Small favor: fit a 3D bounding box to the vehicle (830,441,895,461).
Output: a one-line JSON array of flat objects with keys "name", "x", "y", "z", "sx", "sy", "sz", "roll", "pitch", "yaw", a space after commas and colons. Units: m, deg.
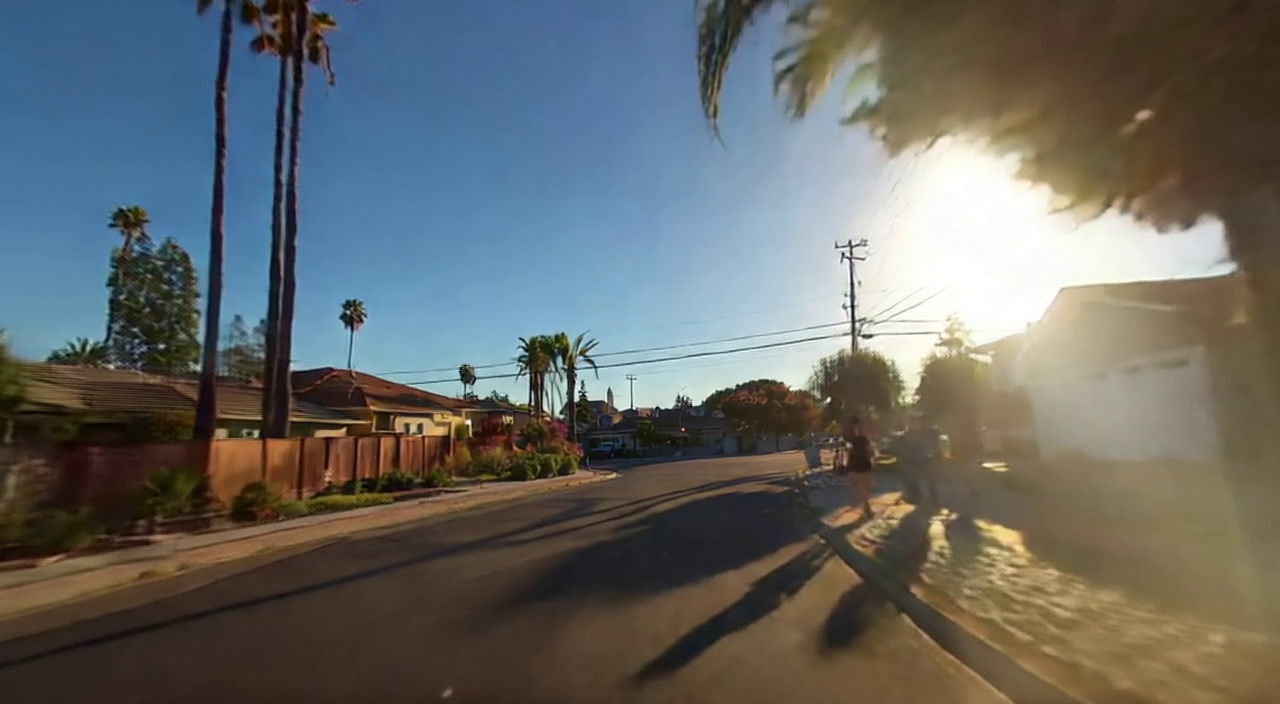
[{"name": "vehicle", "x": 17.100, "y": 7.642, "z": 48.510, "sx": 4.531, "sy": 1.447, "sz": 1.814, "roll": -4, "pitch": -11, "yaw": 24}]
